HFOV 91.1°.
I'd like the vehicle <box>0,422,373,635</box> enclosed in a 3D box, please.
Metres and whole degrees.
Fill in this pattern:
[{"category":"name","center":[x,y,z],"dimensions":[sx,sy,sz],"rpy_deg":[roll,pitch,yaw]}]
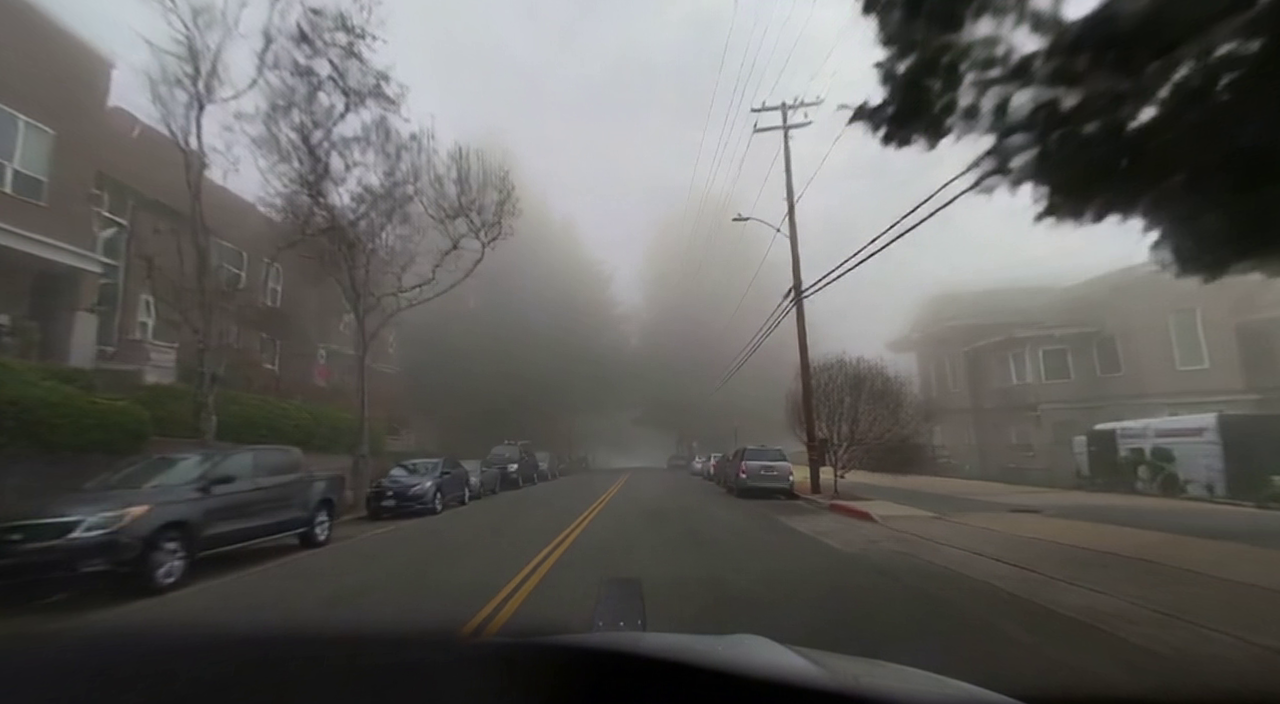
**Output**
[{"category":"vehicle","center":[-6.164,2.143,9.000],"dimensions":[2.063,1.936,5.919],"rpy_deg":[-4,-8,0]}]

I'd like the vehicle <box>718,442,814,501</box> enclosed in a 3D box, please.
[{"category":"vehicle","center":[4.064,3.929,21.077],"dimensions":[2.328,1.730,4.225],"rpy_deg":[0,-9,0]}]

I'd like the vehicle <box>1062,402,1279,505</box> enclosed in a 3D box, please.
[{"category":"vehicle","center":[13.980,2.509,15.639],"dimensions":[2.229,2.040,6.832],"rpy_deg":[0,-9,1]}]

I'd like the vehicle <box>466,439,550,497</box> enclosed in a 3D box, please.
[{"category":"vehicle","center":[-5.932,5.234,29.046],"dimensions":[2.376,2.219,6.021],"rpy_deg":[-3,-7,2]}]

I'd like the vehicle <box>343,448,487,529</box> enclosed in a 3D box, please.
[{"category":"vehicle","center":[-6.070,3.663,17.644],"dimensions":[2.247,1.698,4.944],"rpy_deg":[-4,-8,0]}]
